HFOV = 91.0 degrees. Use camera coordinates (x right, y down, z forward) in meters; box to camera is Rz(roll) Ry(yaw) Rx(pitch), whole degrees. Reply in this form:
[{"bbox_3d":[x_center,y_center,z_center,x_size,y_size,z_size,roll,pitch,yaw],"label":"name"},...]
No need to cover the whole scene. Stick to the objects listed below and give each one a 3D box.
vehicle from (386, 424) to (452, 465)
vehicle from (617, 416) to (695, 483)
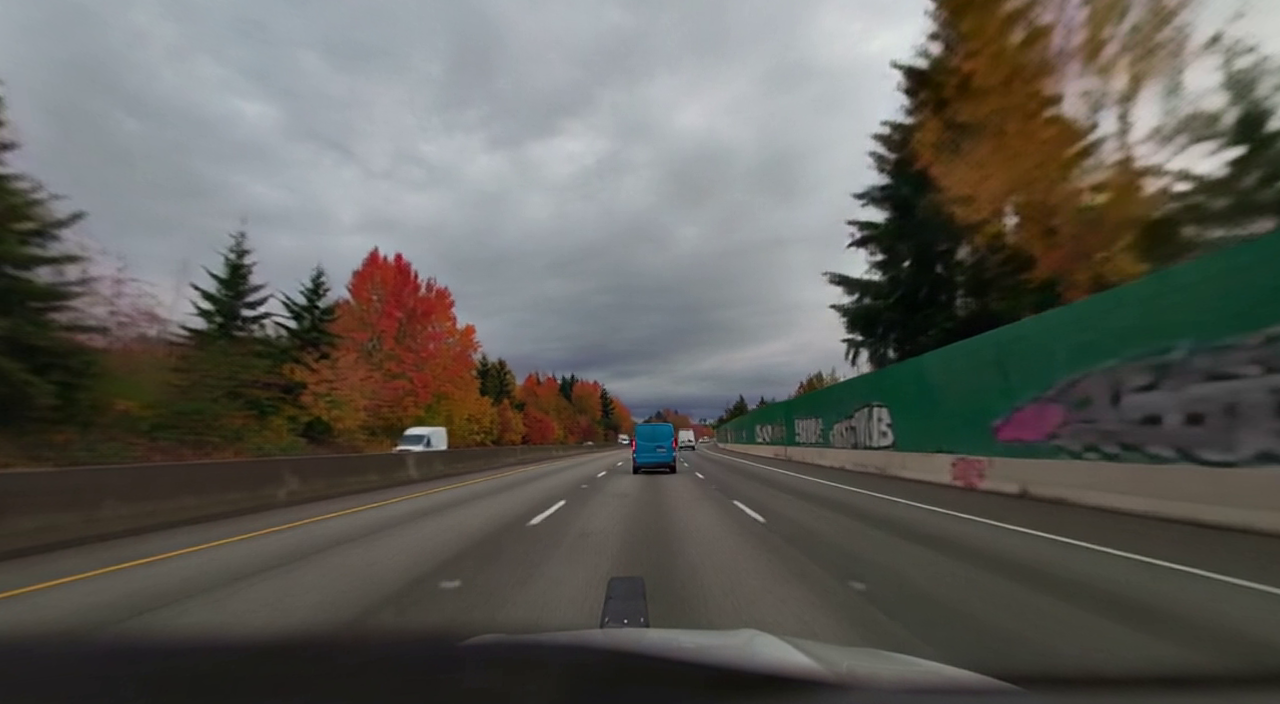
[{"bbox_3d":[-15.762,6.640,45.222,2.356,2.698,5.982,0,-8,2],"label":"vehicle"},{"bbox_3d":[0.482,3.197,20.773,2.283,1.956,4.421,0,-8,0],"label":"vehicle"}]
